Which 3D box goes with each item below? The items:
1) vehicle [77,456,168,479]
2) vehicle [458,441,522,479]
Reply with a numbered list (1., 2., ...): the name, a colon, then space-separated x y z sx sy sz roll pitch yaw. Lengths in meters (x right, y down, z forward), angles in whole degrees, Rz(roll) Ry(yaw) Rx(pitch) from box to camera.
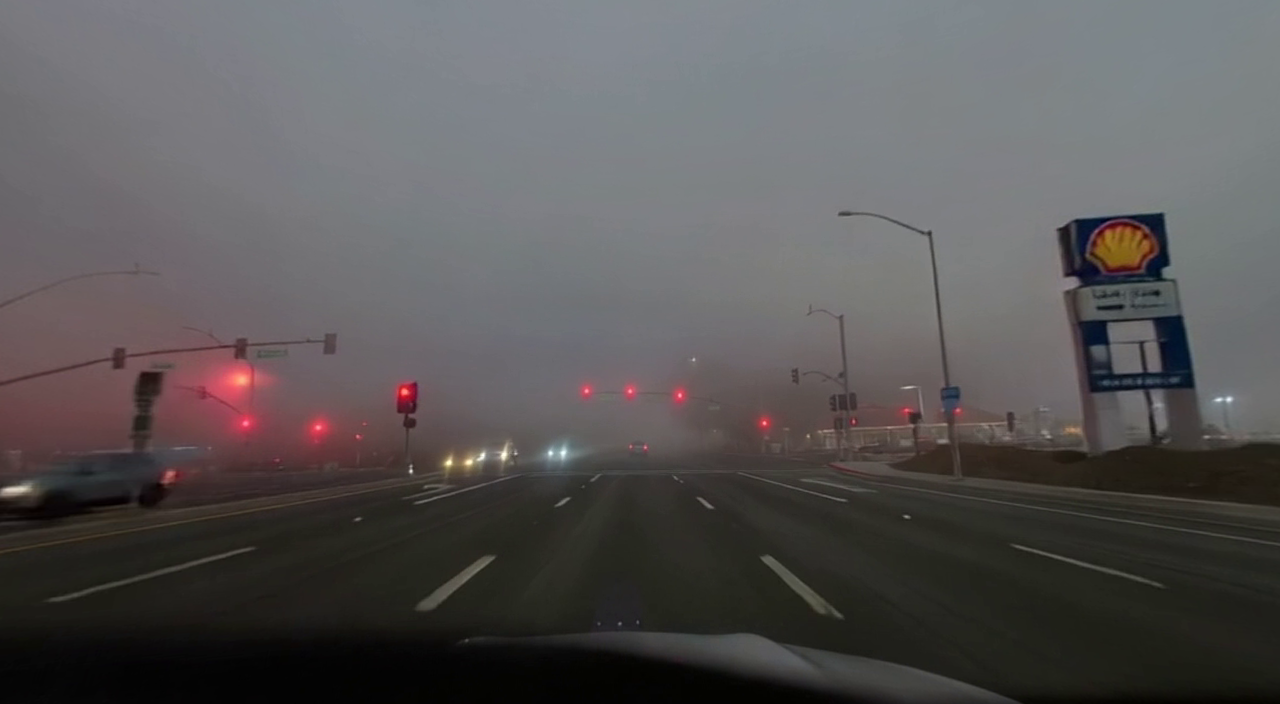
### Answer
1. vehicle: -39.534 8.819 48.394 4.941 1.654 1.967 2 -9 -13
2. vehicle: -6.667 4.837 28.574 1.898 1.539 4.314 0 -8 -1
